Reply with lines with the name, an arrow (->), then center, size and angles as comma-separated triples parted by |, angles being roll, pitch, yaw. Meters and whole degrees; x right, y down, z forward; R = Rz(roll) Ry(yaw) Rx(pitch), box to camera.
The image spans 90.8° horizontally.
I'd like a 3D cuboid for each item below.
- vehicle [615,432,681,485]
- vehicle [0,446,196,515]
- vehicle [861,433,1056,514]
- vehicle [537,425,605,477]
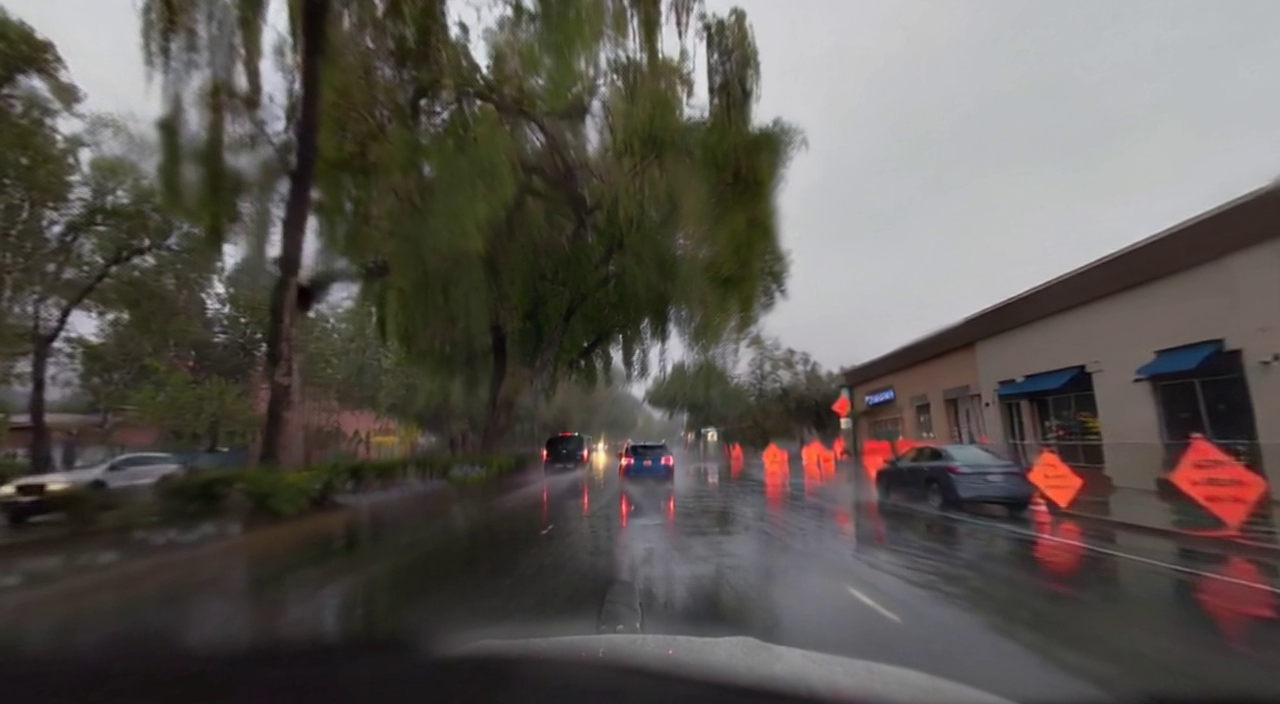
vehicle -> 0.256, 3.839, 23.072 | 2.168, 1.725, 4.192 | -1, -9, 0
vehicle -> -15.513, 3.611, 18.357 | 1.898, 1.702, 4.456 | -1, -9, 0
vehicle -> 6.986, 2.708, 14.539 | 2.076, 1.535, 4.460 | 0, -9, -1
vehicle -> -2.977, 4.467, 28.614 | 2.357, 2.063, 5.488 | -1, -9, 1
